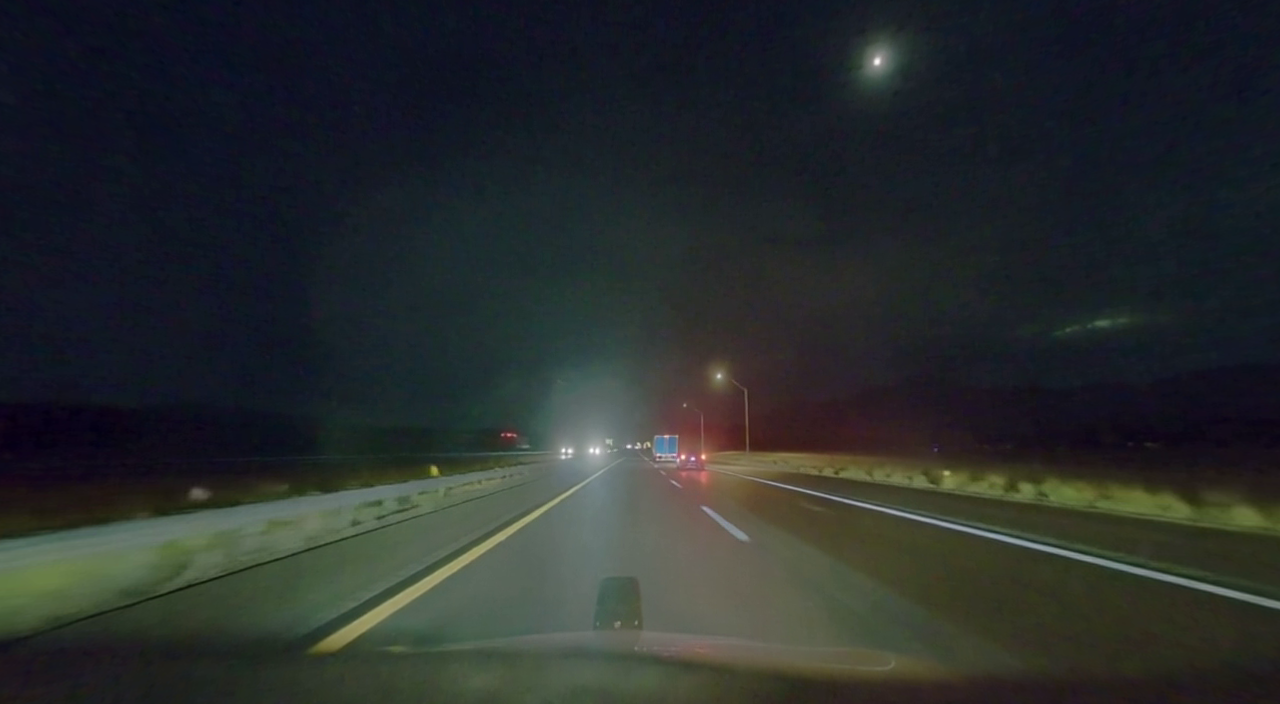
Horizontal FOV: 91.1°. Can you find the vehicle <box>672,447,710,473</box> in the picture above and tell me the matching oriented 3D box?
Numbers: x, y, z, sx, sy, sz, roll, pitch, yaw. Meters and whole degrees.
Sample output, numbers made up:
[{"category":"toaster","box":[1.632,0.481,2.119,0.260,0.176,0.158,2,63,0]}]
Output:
[{"category":"vehicle","box":[3.029,6.451,37.752,1.836,1.459,3.766,0,-9,-2]}]
